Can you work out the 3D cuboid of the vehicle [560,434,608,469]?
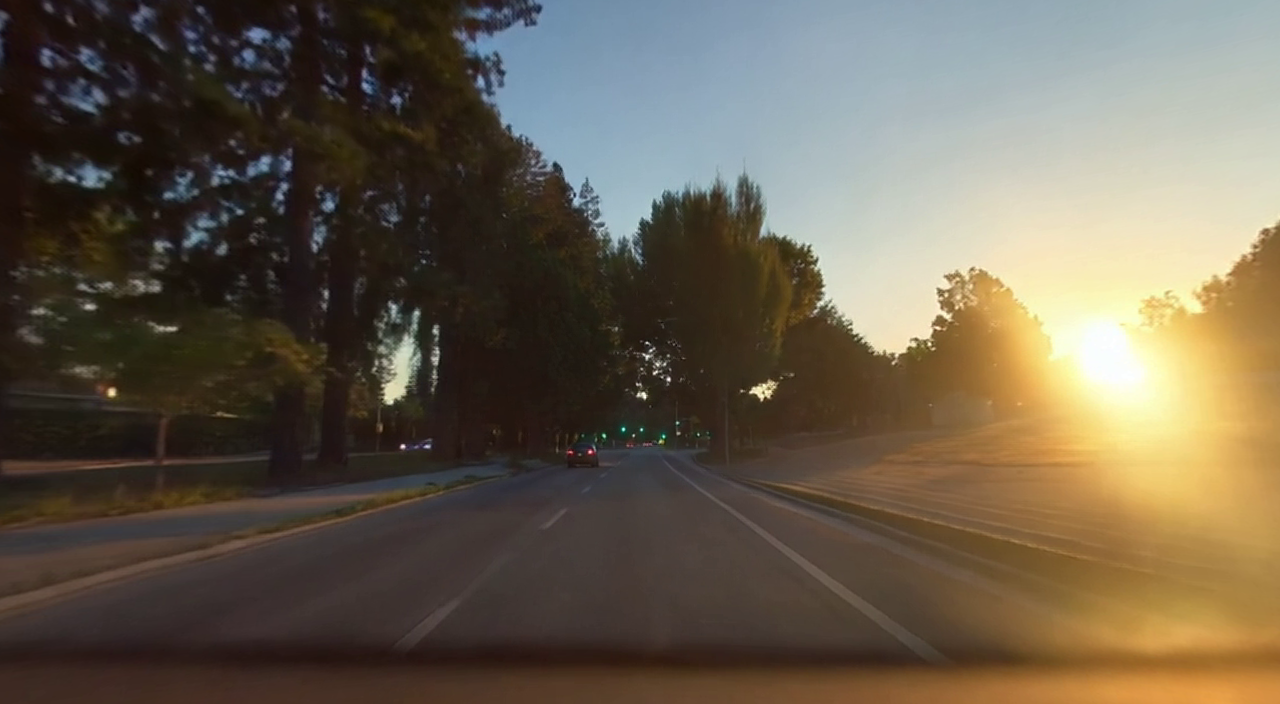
[{"bbox_3d":[-2.833,5.146,32.820,2.016,1.694,4.335,0,-8,1],"label":"vehicle"}]
